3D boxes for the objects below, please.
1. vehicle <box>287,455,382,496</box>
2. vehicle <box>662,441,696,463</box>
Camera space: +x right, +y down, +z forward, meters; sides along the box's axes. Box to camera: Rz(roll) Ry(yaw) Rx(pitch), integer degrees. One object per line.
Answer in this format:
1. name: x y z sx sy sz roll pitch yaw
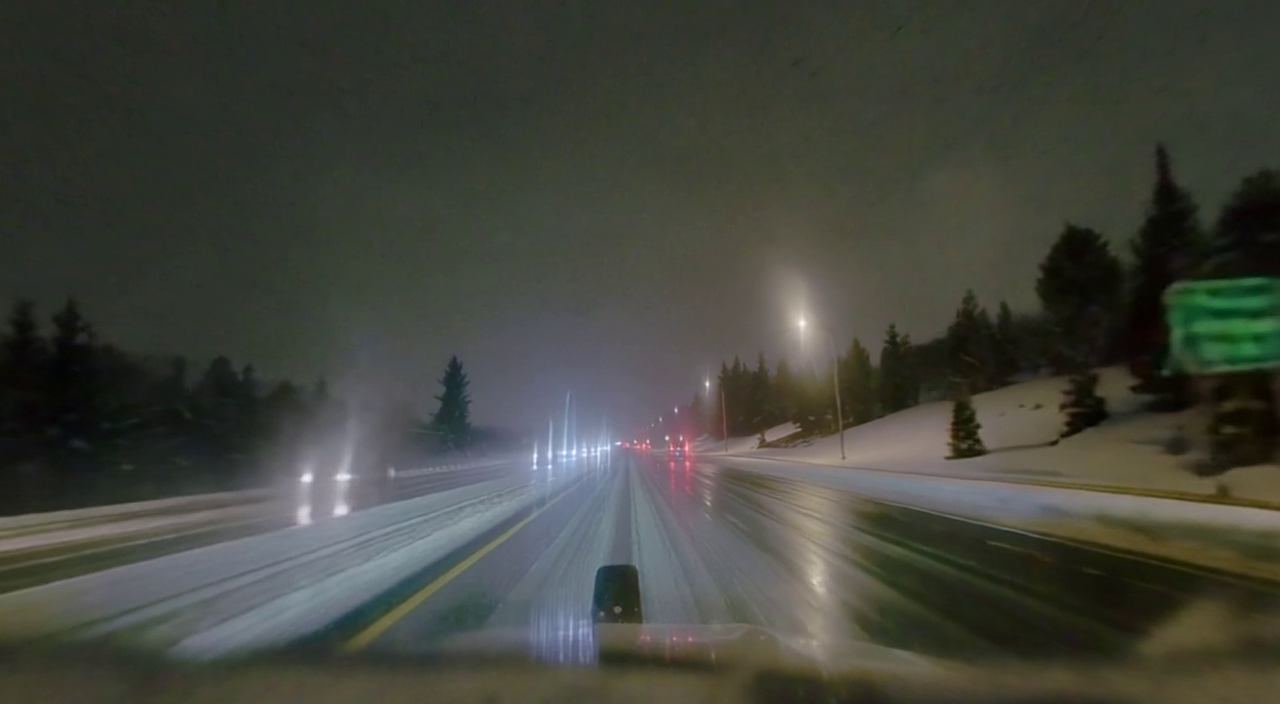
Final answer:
1. vehicle: -13.343 5.382 27.693 1.919 1.555 4.368 -1 -9 1
2. vehicle: 3.103 7.826 49.021 1.972 1.614 4.025 -2 -8 13
